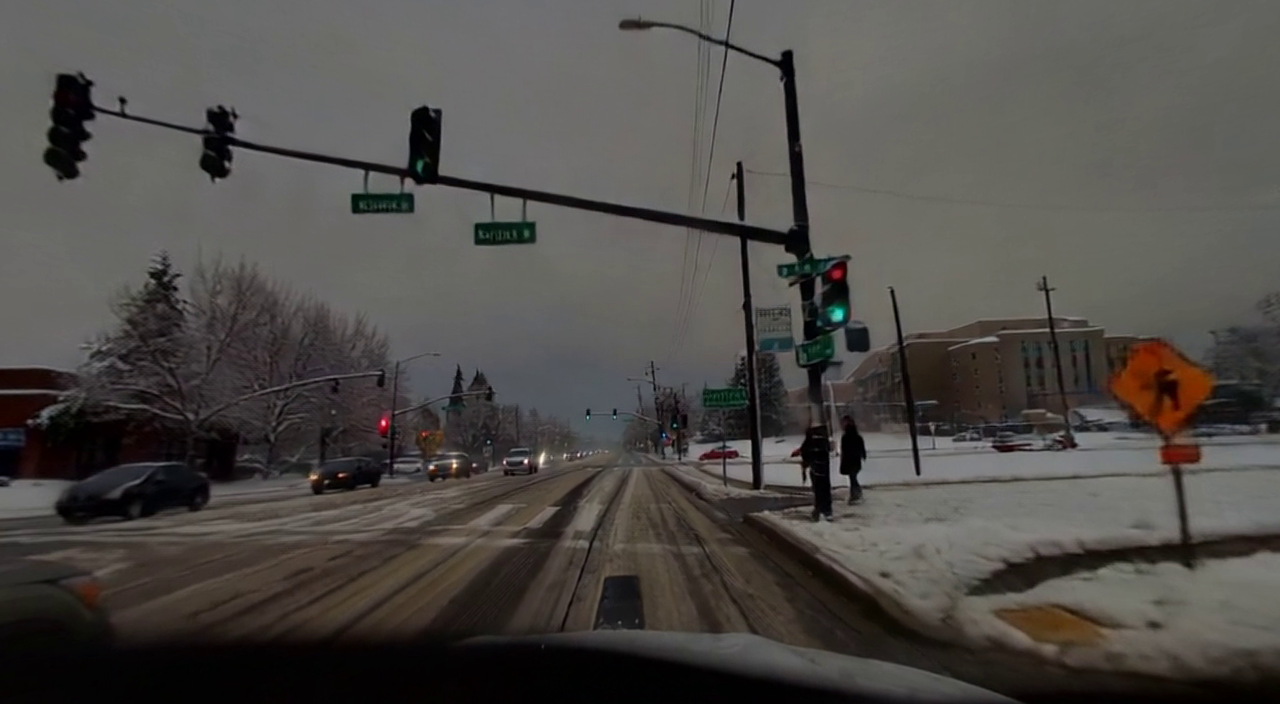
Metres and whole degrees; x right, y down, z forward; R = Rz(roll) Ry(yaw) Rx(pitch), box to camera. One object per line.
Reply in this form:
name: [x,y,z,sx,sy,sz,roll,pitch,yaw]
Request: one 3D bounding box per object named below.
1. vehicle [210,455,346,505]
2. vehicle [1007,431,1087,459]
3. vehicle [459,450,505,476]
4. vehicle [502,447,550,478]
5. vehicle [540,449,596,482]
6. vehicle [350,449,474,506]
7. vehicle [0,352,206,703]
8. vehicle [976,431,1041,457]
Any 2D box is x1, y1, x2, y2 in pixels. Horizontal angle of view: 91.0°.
vehicle: [-12.516,4.418,22.171,1.973,1.496,4.448,0,-9,3]
vehicle: [27.461,6.353,42.672,2.083,1.668,4.638,-1,-10,-3]
vehicle: [-11.409,8.001,45.766,1.985,1.756,4.665,0,-9,2]
vehicle: [-6.669,6.495,37.207,2.012,1.664,3.917,0,-9,1]
vehicle: [-3.431,5.538,30.951,2.147,1.472,4.406,0,-9,1]
vehicle: [-6.593,3.663,18.851,1.960,1.479,4.654,0,-9,0]
vehicle: [-3.358,0.647,1.039,2.042,1.673,4.516,0,-9,0]
vehicle: [24.652,6.213,42.253,1.690,1.559,3.521,5,-10,-14]
